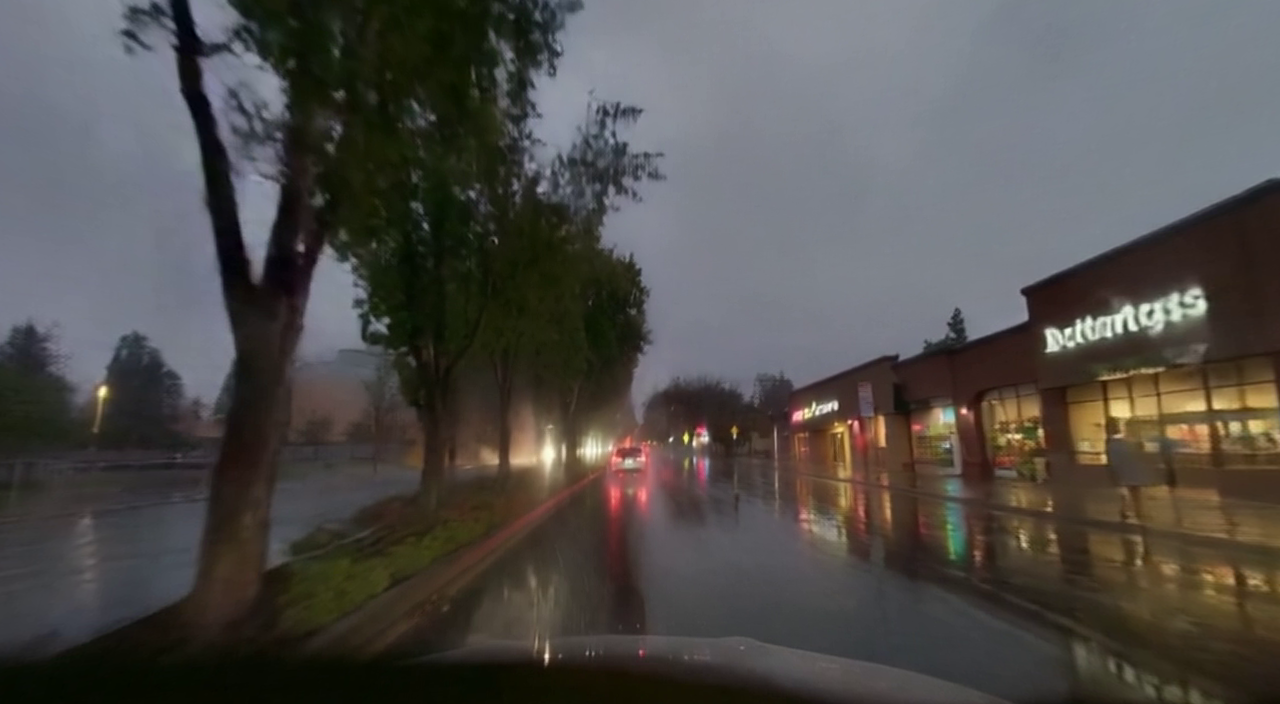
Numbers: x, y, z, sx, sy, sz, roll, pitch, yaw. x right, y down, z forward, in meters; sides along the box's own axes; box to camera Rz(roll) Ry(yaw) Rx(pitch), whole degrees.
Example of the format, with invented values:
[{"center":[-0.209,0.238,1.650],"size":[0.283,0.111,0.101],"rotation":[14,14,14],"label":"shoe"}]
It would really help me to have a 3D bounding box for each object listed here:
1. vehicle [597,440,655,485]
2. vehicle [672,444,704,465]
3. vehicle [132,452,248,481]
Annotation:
[{"center":[-0.503,4.051,23.408],"size":[2.006,1.487,3.535],"rotation":[0,-9,-1],"label":"vehicle"},{"center":[3.497,7.545,46.663],"size":[1.910,1.474,4.003],"rotation":[0,-9,-2],"label":"vehicle"},{"center":[-23.208,5.911,32.745],"size":[4.472,1.412,1.891],"rotation":[0,-9,-3],"label":"vehicle"}]
